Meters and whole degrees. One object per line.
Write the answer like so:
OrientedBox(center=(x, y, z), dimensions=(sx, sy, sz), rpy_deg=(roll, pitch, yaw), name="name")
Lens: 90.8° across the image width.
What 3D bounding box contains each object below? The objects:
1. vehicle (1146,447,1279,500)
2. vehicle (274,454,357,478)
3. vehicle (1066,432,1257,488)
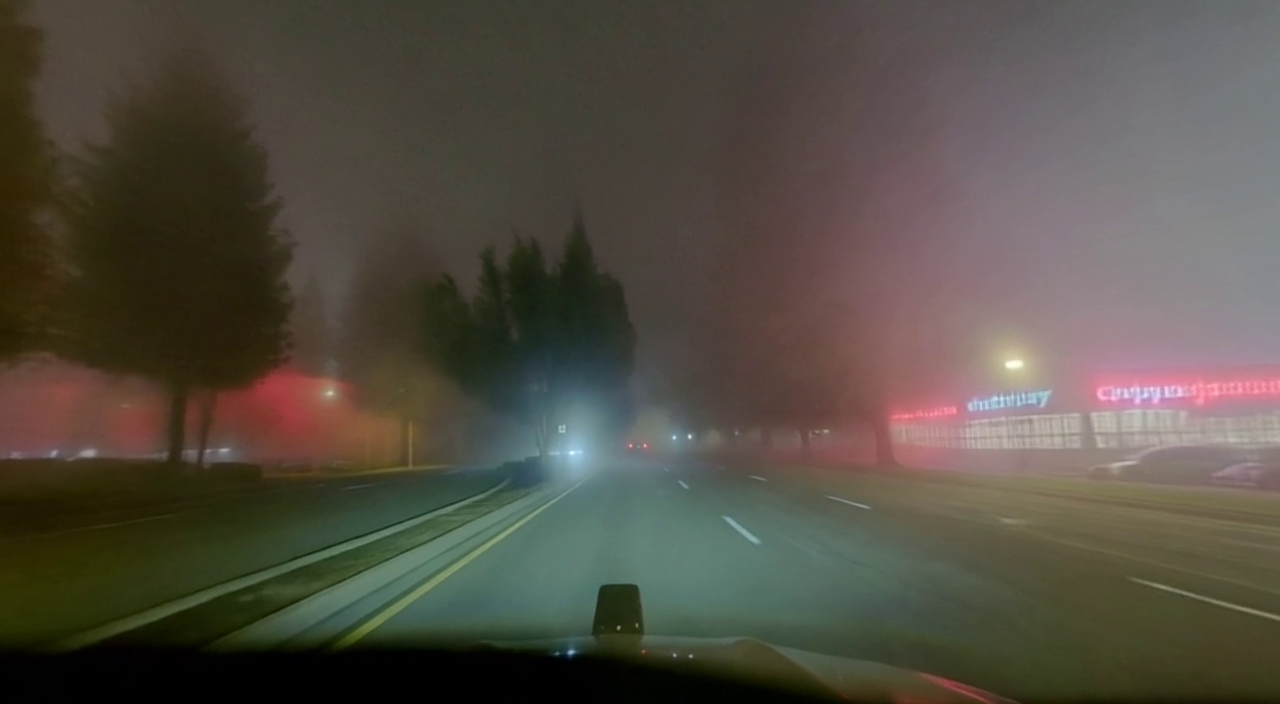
OrientedBox(center=(18.715, 3.711, 19.526), dimensions=(4.290, 1.491, 2.123), rpy_deg=(0, -8, 0), name="vehicle")
OrientedBox(center=(-22.111, 7.758, 43.092), dimensions=(4.665, 1.486, 1.918), rpy_deg=(-1, -9, 7), name="vehicle")
OrientedBox(center=(18.327, 3.807, 22.429), dimensions=(4.639, 1.852, 2.373), rpy_deg=(0, -9, -1), name="vehicle")
